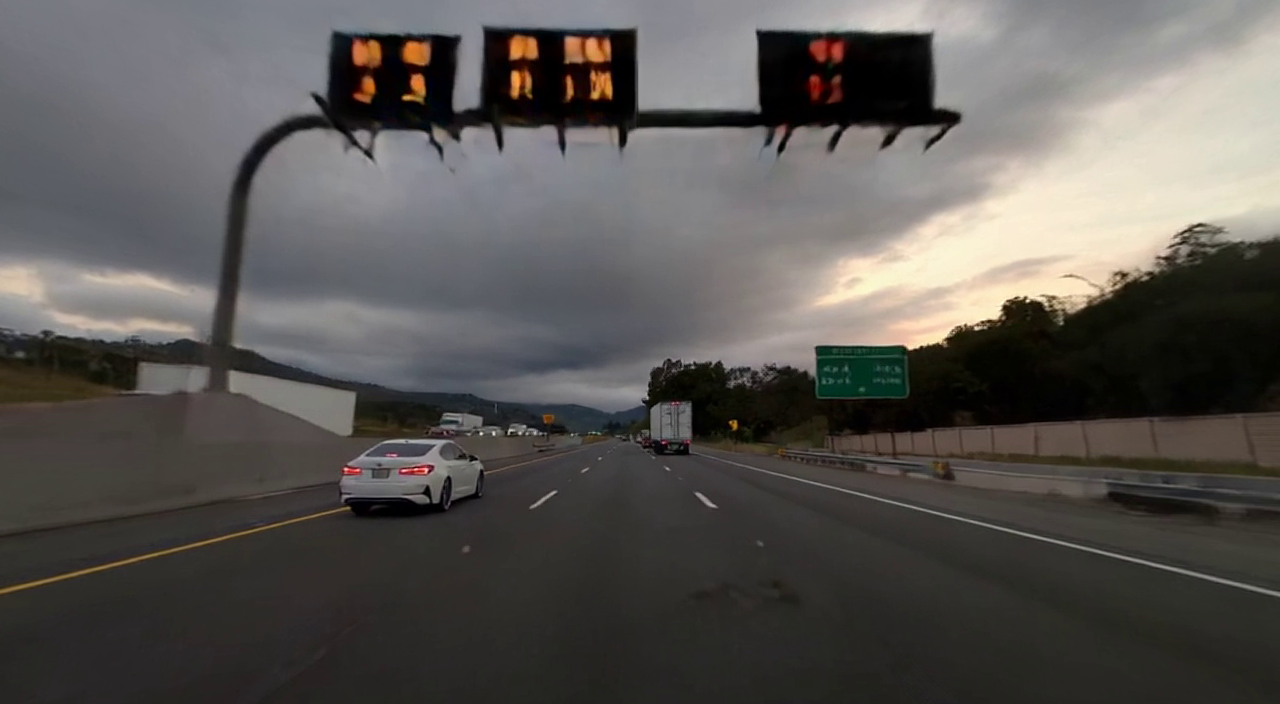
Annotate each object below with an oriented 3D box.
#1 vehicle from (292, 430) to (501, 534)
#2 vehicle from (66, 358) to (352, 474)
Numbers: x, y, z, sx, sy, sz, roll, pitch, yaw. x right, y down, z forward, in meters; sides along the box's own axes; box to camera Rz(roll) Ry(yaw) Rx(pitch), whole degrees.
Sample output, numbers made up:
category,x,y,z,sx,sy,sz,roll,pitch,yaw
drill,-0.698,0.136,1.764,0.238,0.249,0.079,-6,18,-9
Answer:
category,x,y,z,sx,sy,sz,roll,pitch,yaw
vehicle,-3.914,2.129,11.098,1.971,1.444,4.401,0,-8,-1
vehicle,-20.296,3.581,32.660,2.959,4.394,17.543,0,-8,-1
